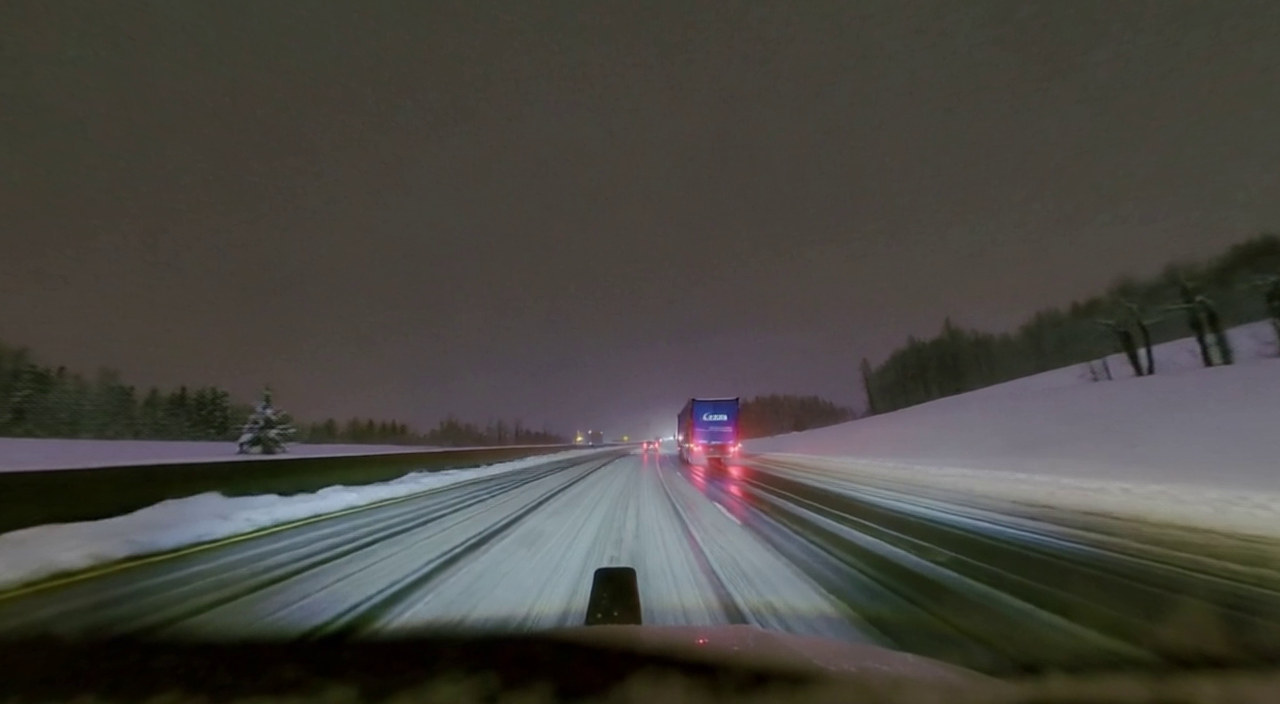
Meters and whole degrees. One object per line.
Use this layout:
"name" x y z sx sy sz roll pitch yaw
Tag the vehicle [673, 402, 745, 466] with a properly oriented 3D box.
"vehicle" 4.187 5.430 41.206 3.306 3.531 11.717 0 -8 0
